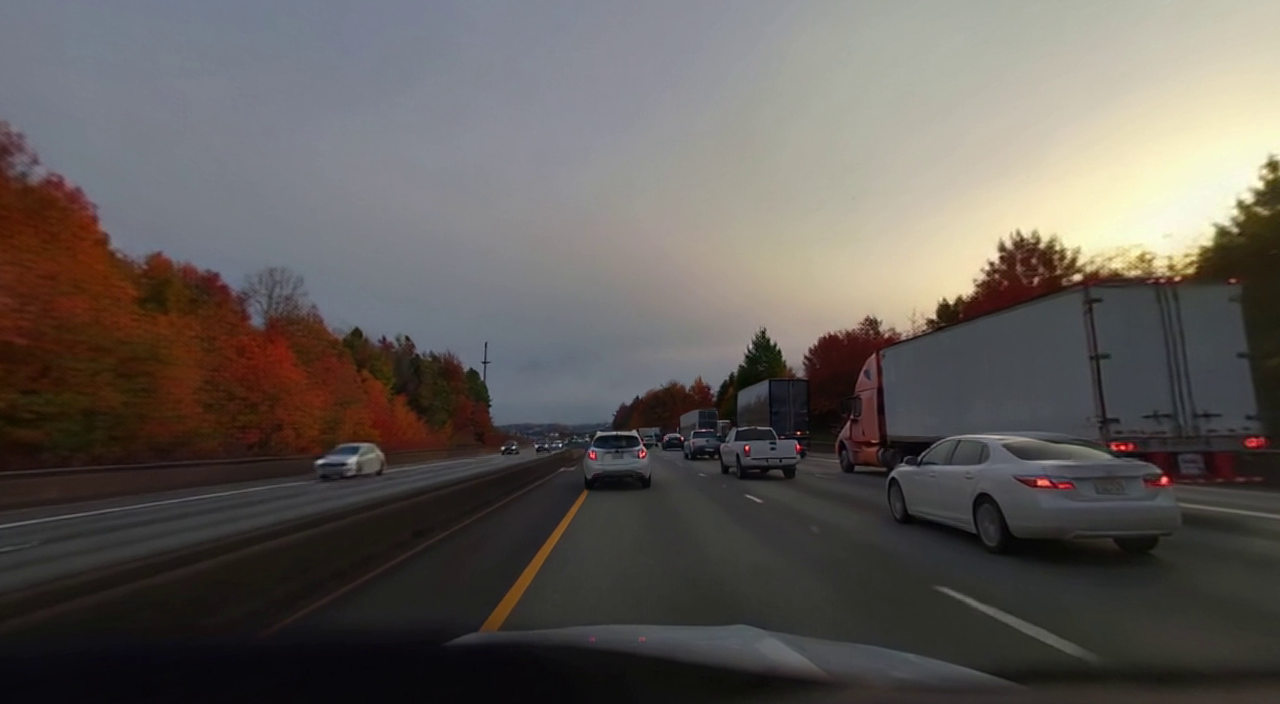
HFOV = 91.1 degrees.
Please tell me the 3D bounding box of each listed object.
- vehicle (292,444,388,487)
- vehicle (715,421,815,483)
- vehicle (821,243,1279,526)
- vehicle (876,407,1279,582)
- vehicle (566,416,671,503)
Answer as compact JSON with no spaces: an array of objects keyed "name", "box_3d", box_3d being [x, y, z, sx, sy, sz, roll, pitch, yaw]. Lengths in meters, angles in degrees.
[{"name":"vehicle","box_3d":[-11.635,4.401,24.720,1.874,1.504,3.847,0,-8,0]},{"name":"vehicle","box_3d":[3.675,3.012,19.278,2.147,1.707,3.963,0,-8,-2]},{"name":"vehicle","box_3d":[8.357,1.354,16.125,2.908,4.099,14.103,0,-8,-1]},{"name":"vehicle","box_3d":[4.707,1.530,7.625,2.040,1.523,4.068,0,-8,-1]},{"name":"vehicle","box_3d":[-0.459,2.446,14.835,2.087,1.709,4.455,0,-8,-1]}]
